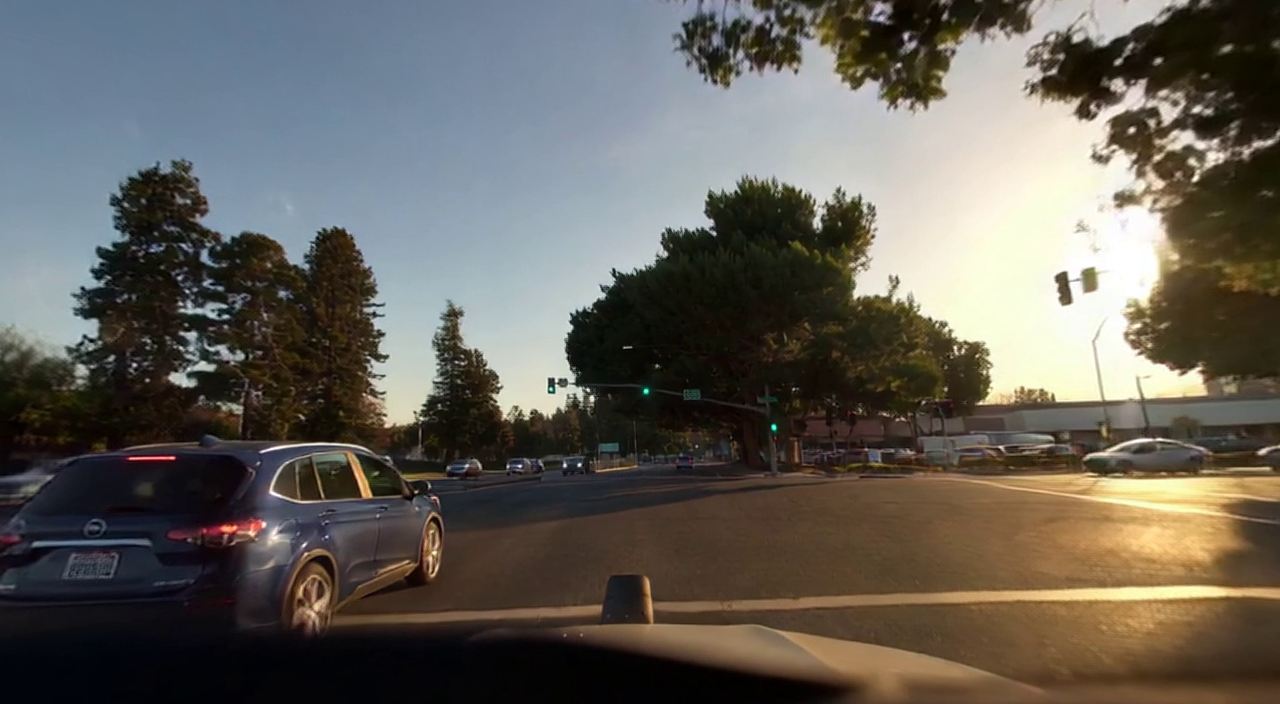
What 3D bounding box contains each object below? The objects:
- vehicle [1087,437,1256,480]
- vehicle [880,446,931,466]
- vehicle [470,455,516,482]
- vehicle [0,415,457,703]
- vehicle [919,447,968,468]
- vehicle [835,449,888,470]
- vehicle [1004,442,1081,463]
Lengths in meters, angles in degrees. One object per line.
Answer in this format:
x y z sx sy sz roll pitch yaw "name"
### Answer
19.617 3.920 23.394 4.552 1.492 2.002 1 -9 -5 "vehicle"
19.900 7.766 47.113 1.945 1.434 4.293 -9 -12 44 "vehicle"
-10.192 8.088 44.042 1.905 1.724 4.449 -1 -9 4 "vehicle"
-2.856 1.242 3.867 1.924 1.482 4.734 0 -9 1 "vehicle"
21.936 7.607 45.459 1.930 1.410 4.313 -8 -12 42 "vehicle"
17.499 8.399 49.577 2.060 1.445 4.712 -9 -11 43 "vehicle"
30.862 7.689 48.396 4.678 1.558 1.883 0 -9 -4 "vehicle"
